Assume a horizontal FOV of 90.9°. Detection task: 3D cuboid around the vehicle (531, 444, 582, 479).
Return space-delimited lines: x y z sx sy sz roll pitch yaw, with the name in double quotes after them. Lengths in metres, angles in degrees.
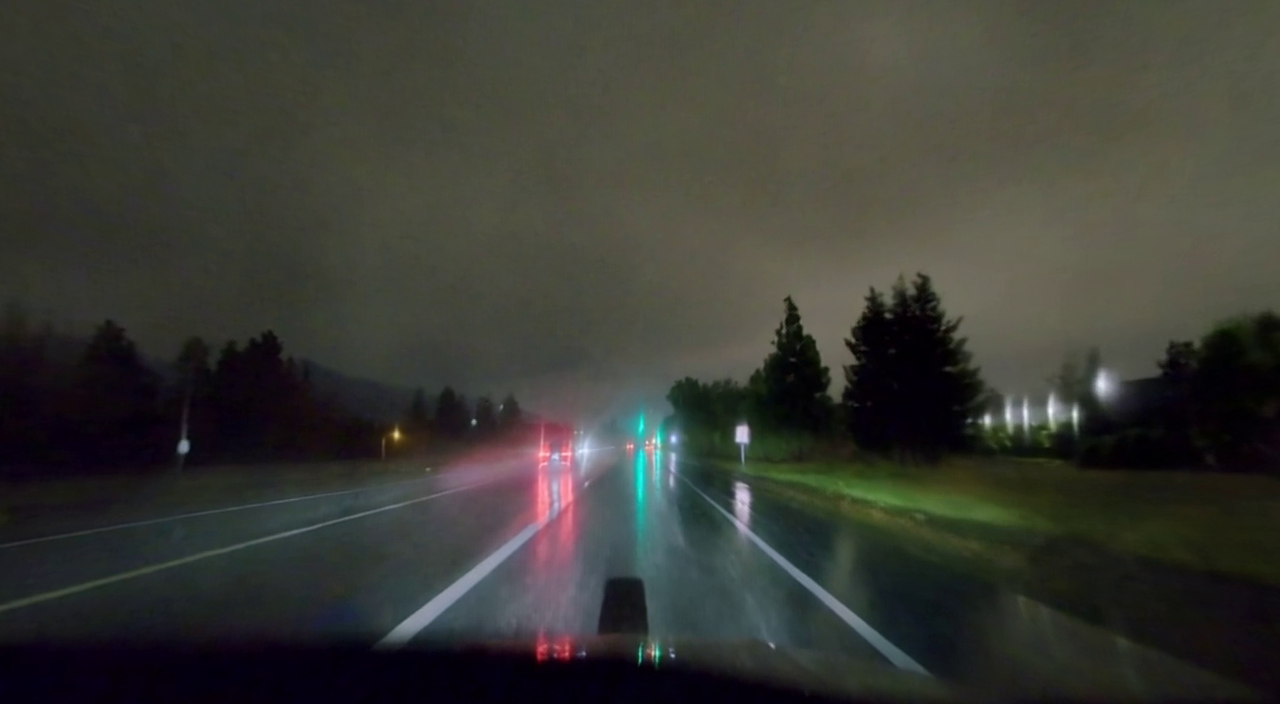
-3.827 5.081 29.468 1.786 1.488 4.023 0 -8 1 "vehicle"
